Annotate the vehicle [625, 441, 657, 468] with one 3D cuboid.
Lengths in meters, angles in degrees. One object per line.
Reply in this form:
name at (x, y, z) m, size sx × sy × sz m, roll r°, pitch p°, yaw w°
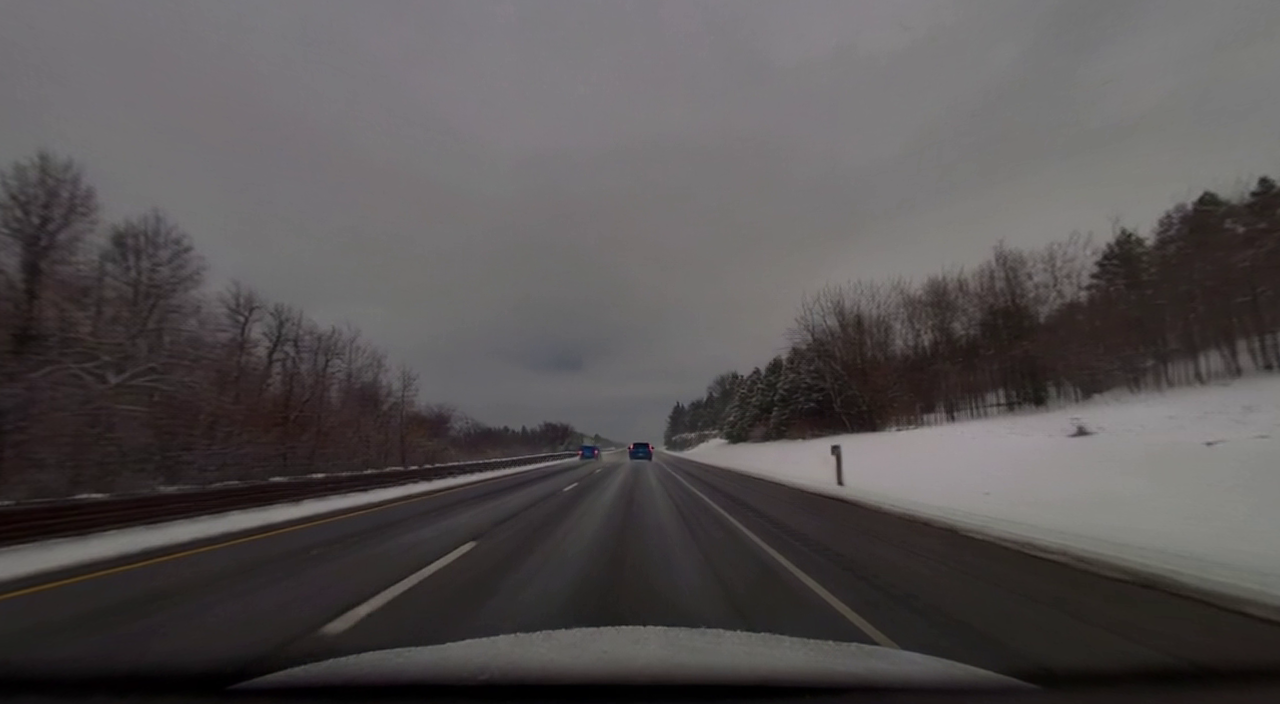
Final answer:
vehicle at (0.051, 7.024, 43.193) m, size 2.126 × 1.786 × 3.958 m, roll 0°, pitch -9°, yaw 0°
